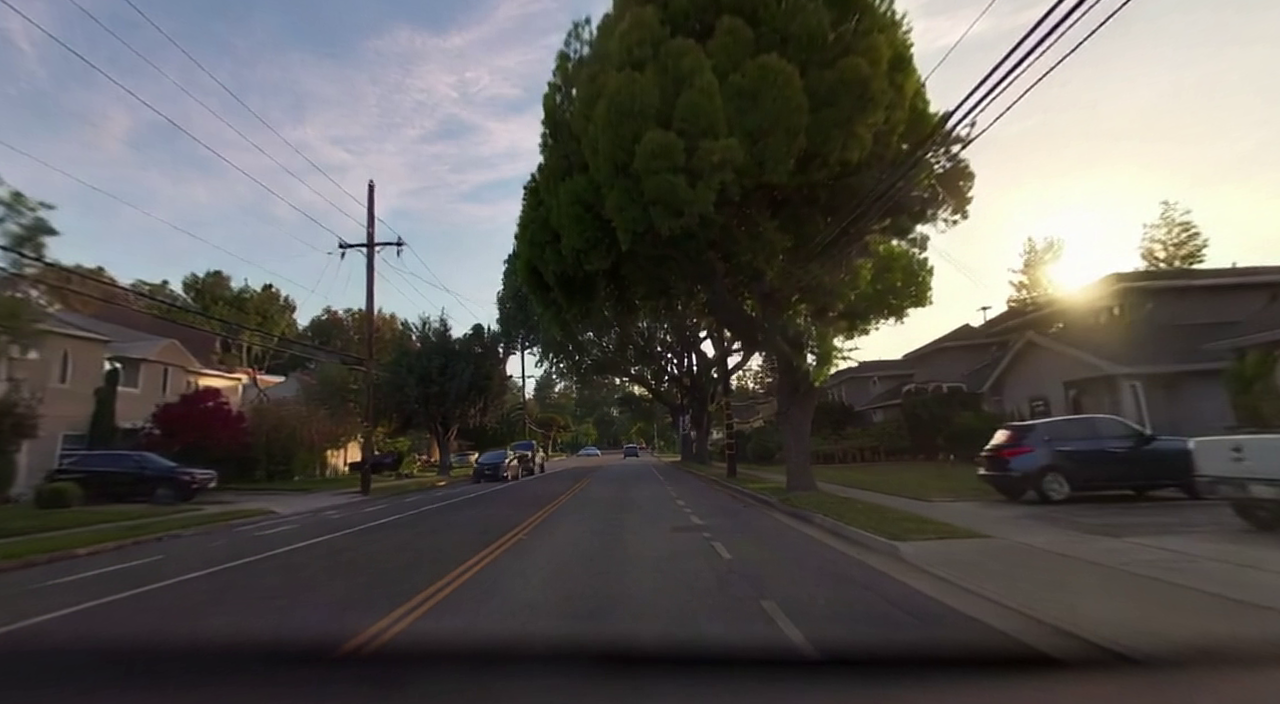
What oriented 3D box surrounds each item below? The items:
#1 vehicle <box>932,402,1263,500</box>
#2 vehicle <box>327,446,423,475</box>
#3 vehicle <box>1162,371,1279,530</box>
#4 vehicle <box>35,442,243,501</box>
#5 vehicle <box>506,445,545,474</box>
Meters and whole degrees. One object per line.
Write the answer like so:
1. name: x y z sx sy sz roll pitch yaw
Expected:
1. vehicle: 9.248 2.050 13.204 5.212 1.853 2.062 0 -9 1
2. vehicle: -15.299 6.282 36.582 4.651 1.615 1.961 0 -9 1
3. vehicle: 9.502 1.257 8.063 3.994 1.854 1.872 1 -9 -3
4. vehicle: -15.126 3.612 19.295 4.501 1.689 2.106 0 -9 0
5. vehicle: -8.136 7.669 45.361 1.987 1.710 4.321 -4 -7 -1
